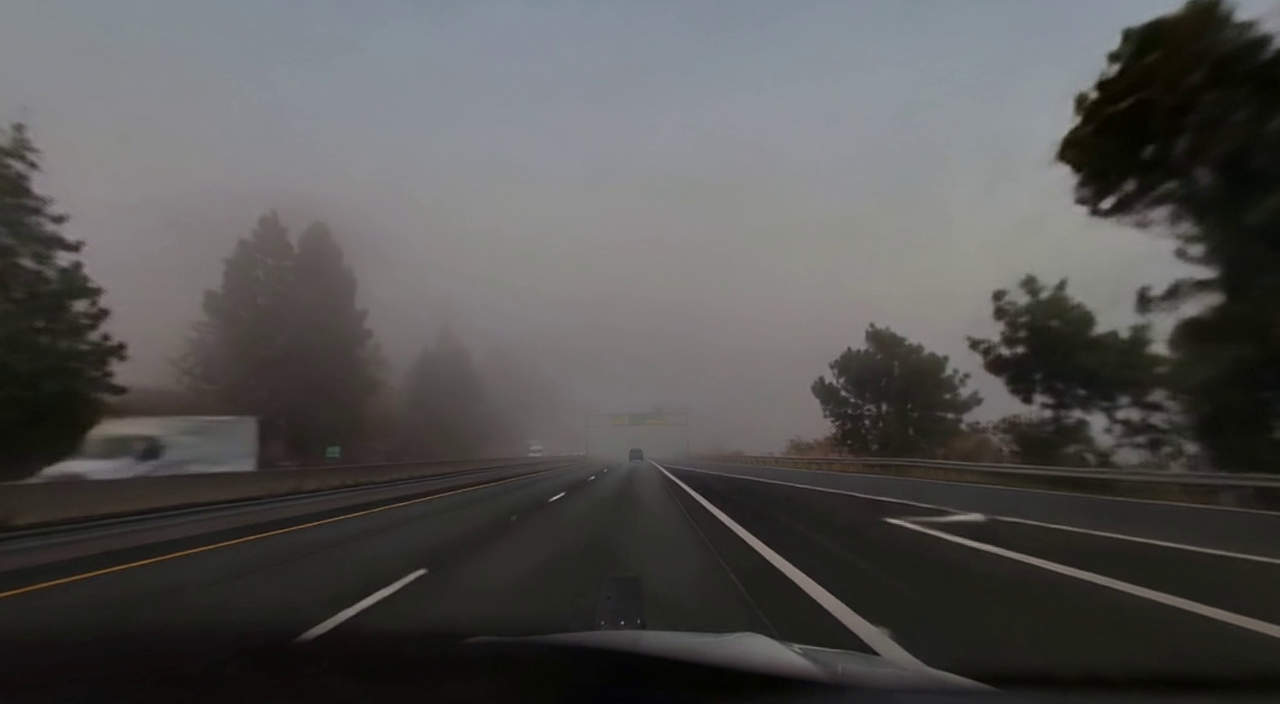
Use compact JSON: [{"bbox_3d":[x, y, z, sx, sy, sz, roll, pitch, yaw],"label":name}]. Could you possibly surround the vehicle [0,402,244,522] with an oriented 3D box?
[{"bbox_3d":[-14.123,2.993,17.485,2.285,2.710,6.085,0,-9,-1],"label":"vehicle"}]
